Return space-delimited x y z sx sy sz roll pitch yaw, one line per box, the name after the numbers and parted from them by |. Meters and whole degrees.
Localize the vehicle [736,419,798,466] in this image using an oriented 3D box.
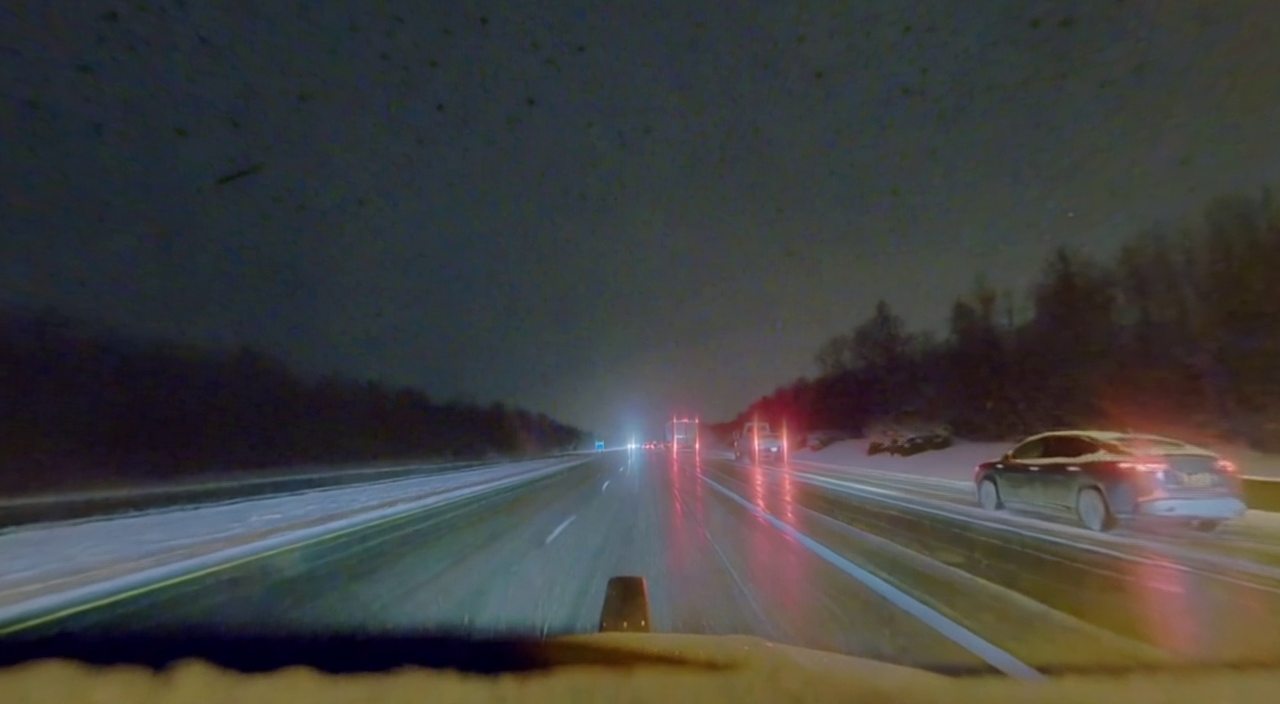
8.073 5.871 40.808 2.474 2.730 7.349 0 -8 0 | vehicle
